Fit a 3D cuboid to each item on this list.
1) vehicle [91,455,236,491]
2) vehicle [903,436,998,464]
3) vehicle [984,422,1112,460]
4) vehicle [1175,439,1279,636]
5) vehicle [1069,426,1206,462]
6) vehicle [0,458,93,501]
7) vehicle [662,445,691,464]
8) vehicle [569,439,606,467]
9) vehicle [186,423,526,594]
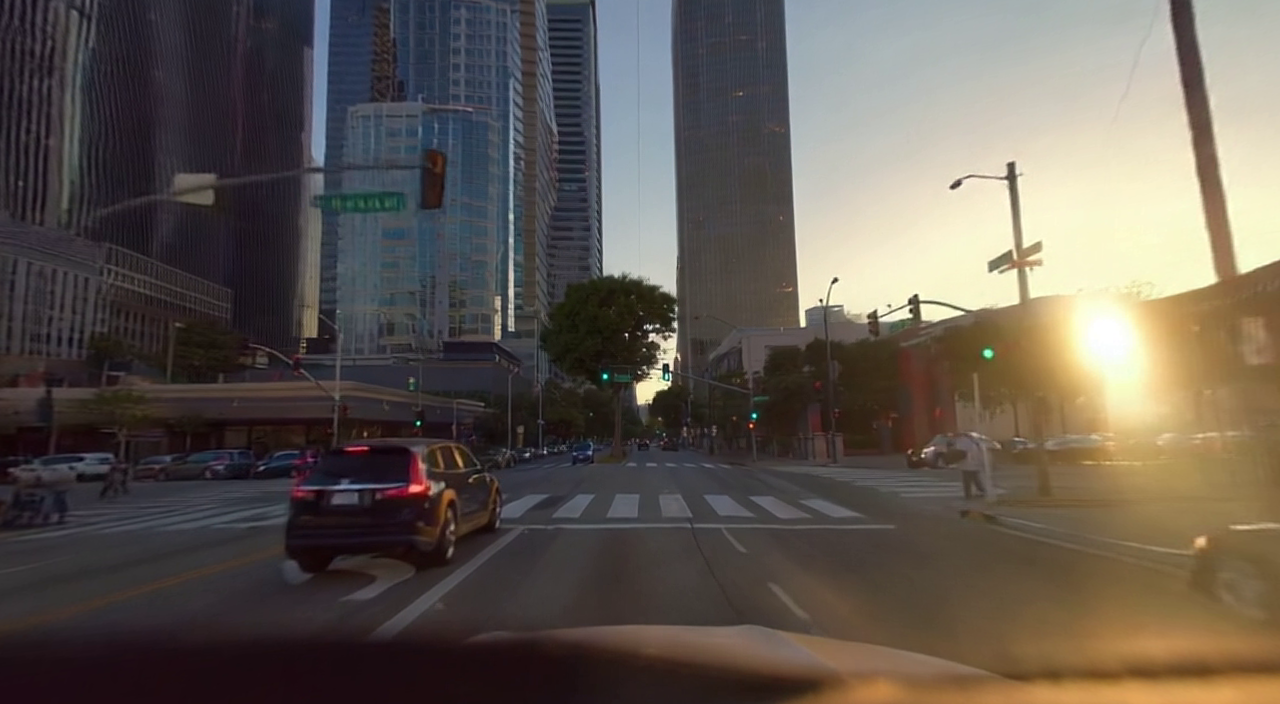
[{"bbox_3d":[-21.644,5.508,28.788,4.791,1.506,2.244,0,-8,0],"label":"vehicle"},{"bbox_3d":[17.269,5.468,35.179,4.293,1.495,1.935,0,-8,-1],"label":"vehicle"},{"bbox_3d":[20.237,4.456,31.430,4.827,1.817,2.190,0,-8,0],"label":"vehicle"},{"bbox_3d":[5.835,1.189,3.335,1.929,1.464,4.494,0,-8,-3],"label":"vehicle"},{"bbox_3d":[22.222,4.125,28.281,4.475,1.482,2.026,1,-8,-1],"label":"vehicle"},{"bbox_3d":[-25.167,5.164,25.300,4.599,1.429,2.031,-4,-7,-1],"label":"vehicle"},{"bbox_3d":[2.786,7.939,49.064,1.919,1.371,3.583,0,-8,-1],"label":"vehicle"},{"bbox_3d":[-3.778,7.394,46.166,2.176,1.804,4.740,-3,-9,0],"label":"vehicle"},{"bbox_3d":[-2.939,1.725,7.989,2.014,1.480,4.780,0,-8,1],"label":"vehicle"}]
